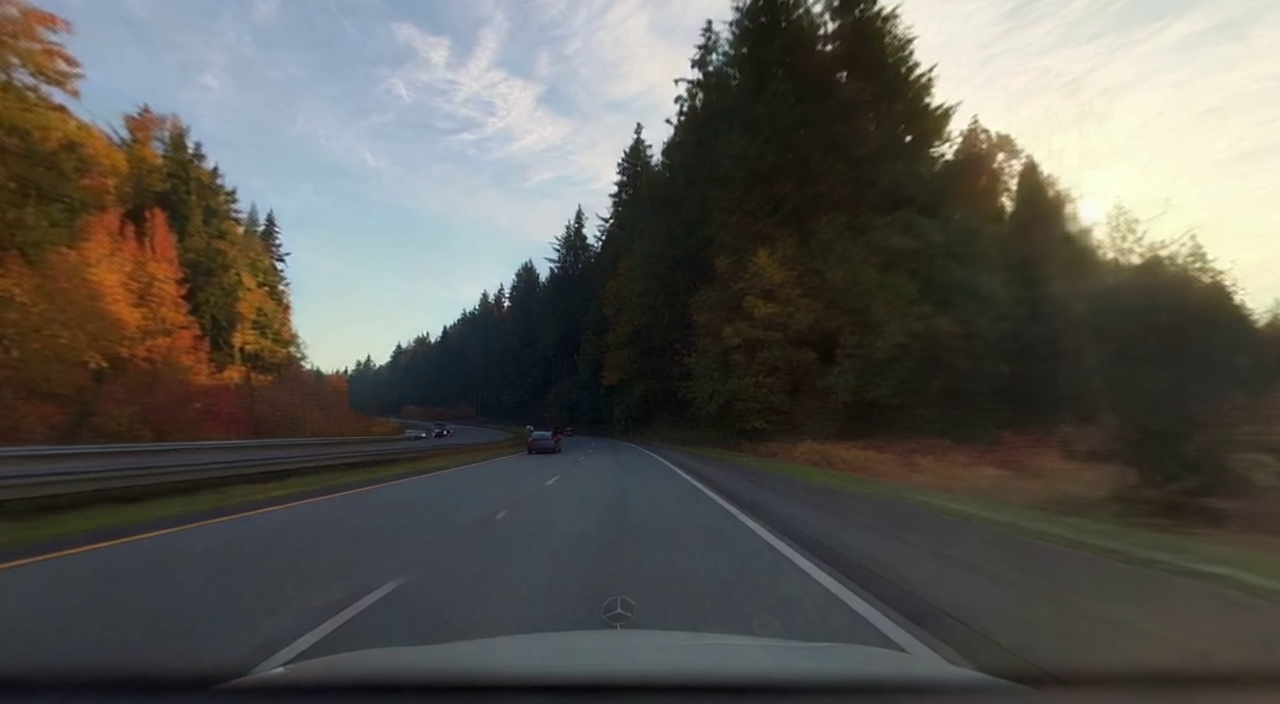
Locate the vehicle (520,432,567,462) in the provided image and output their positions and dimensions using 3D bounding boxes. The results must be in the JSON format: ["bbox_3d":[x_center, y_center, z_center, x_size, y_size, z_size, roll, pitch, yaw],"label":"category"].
[{"bbox_3d":[-5.318,5.282,35.223,2.073,1.559,4.393,0,-8,-2],"label":"vehicle"}]
